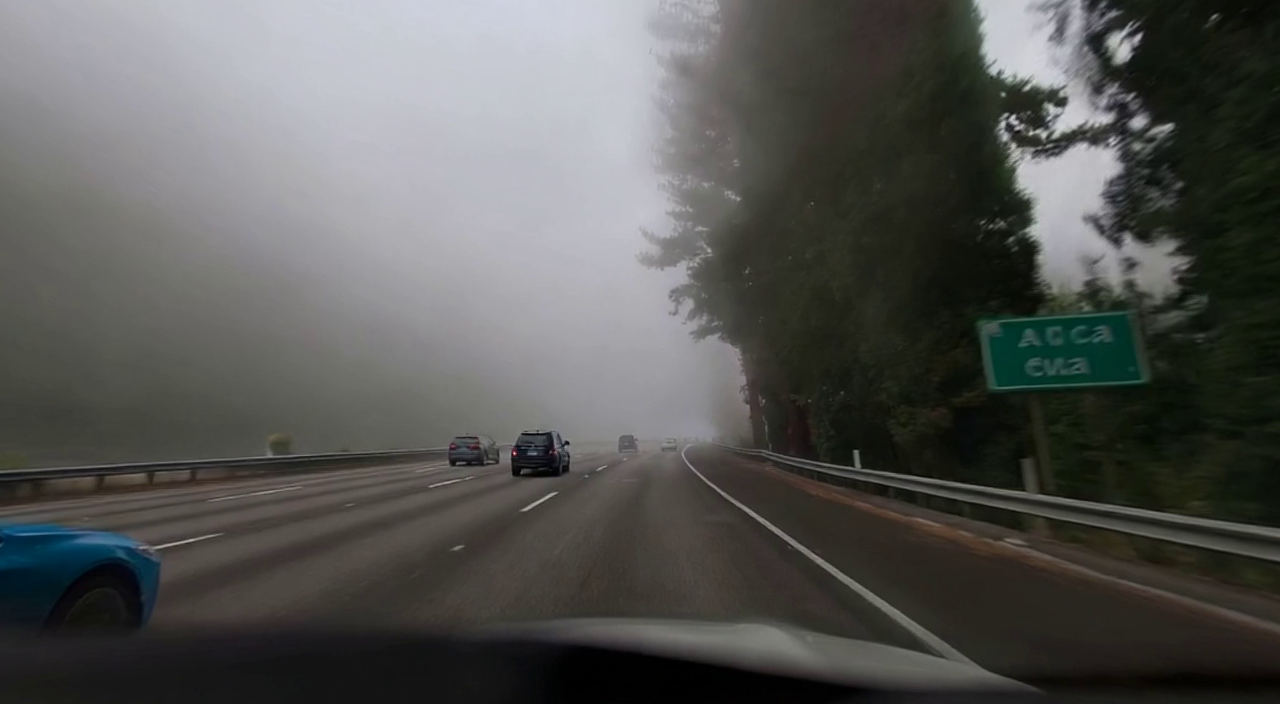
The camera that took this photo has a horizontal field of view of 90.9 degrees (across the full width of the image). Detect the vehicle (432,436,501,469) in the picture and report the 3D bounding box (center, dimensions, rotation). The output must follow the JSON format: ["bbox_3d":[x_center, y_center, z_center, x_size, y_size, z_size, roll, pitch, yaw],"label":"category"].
[{"bbox_3d":[-7.818,4.585,28.854,1.883,1.411,4.053,0,-8,2],"label":"vehicle"}]

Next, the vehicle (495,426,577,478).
[{"bbox_3d":[-3.688,3.670,23.242,2.071,1.716,4.363,-1,-8,3],"label":"vehicle"}]
